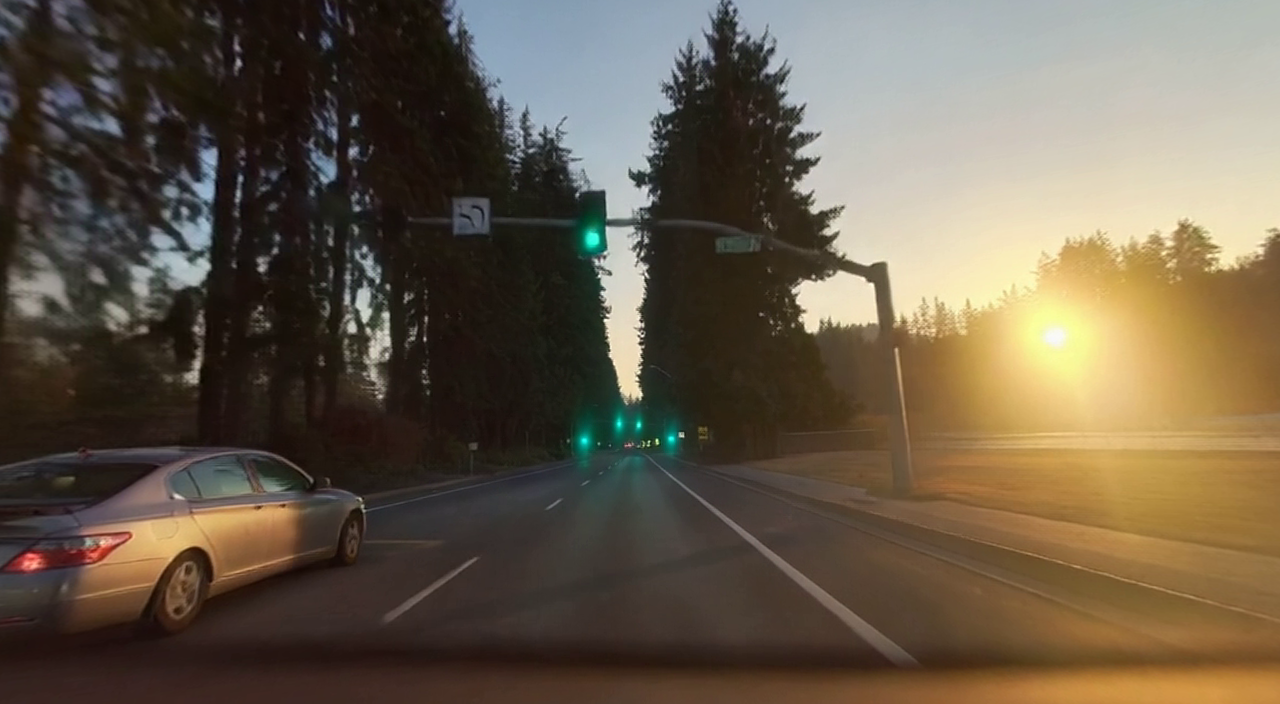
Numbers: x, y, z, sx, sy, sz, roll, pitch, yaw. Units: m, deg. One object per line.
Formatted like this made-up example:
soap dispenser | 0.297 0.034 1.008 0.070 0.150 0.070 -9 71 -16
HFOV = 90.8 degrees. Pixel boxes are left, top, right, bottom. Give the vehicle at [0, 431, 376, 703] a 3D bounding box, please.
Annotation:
vehicle | -4.058 1.425 5.211 1.946 1.437 4.154 0 -8 0
